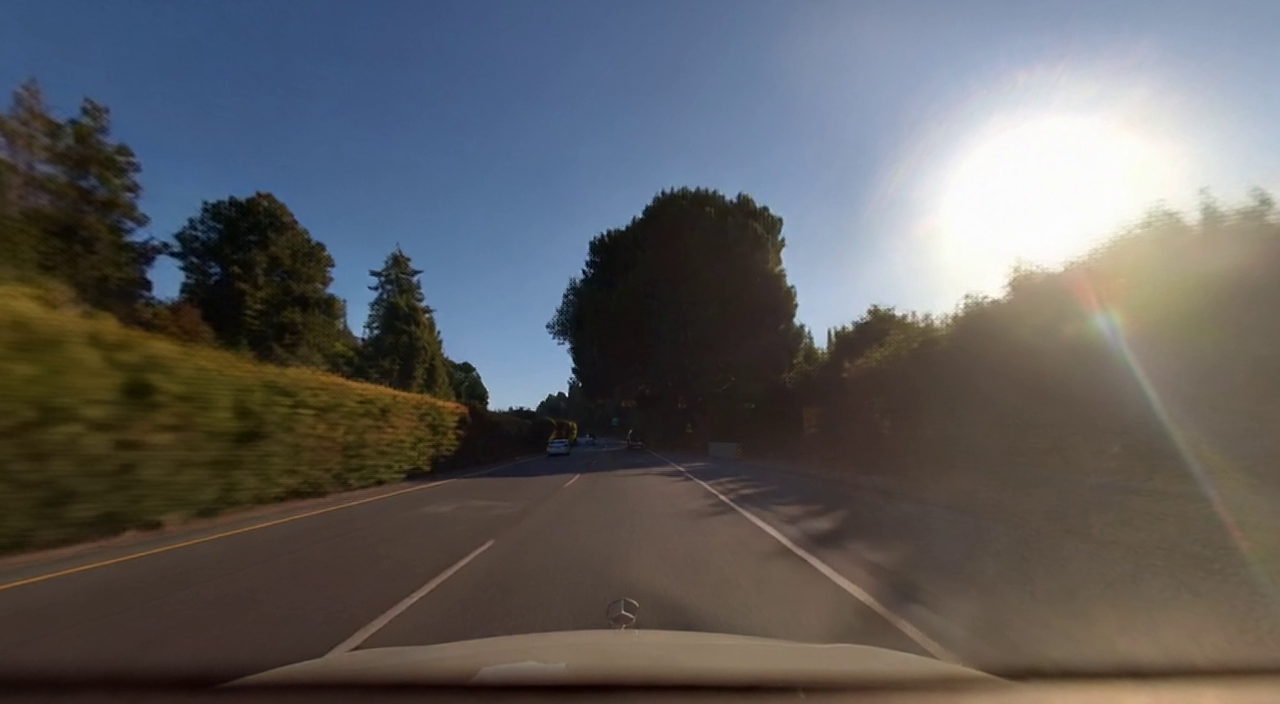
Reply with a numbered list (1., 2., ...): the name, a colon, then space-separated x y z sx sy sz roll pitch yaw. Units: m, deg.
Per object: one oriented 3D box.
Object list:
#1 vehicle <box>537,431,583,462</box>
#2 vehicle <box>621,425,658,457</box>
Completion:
1. vehicle: -4.265 5.125 34.166 2.062 1.567 4.117 0 -8 -1
2. vehicle: -0.072 5.726 40.577 2.223 1.957 4.416 0 -8 -2
